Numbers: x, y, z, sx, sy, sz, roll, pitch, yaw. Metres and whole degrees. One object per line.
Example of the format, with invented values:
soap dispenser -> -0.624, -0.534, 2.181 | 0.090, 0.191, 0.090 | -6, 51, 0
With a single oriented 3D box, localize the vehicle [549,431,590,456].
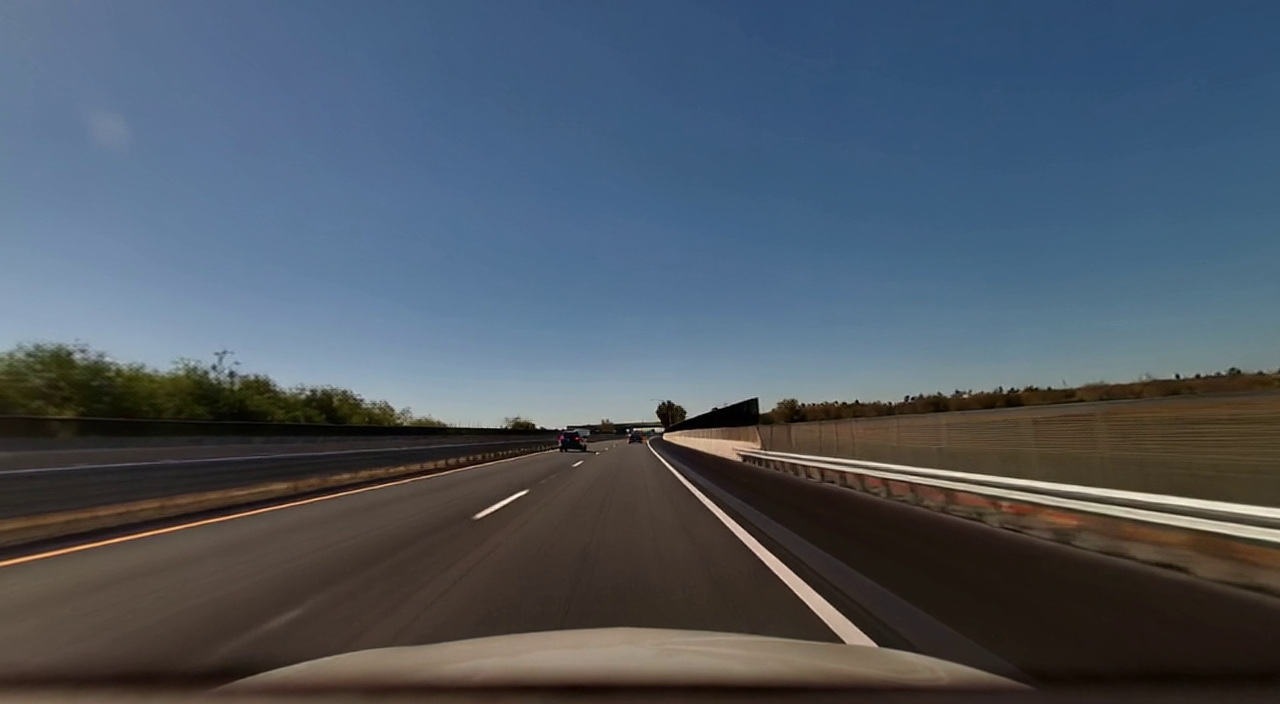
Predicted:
vehicle -> -4.542, 5.974, 41.364 | 2.149, 1.532, 4.905 | 0, -8, 0
